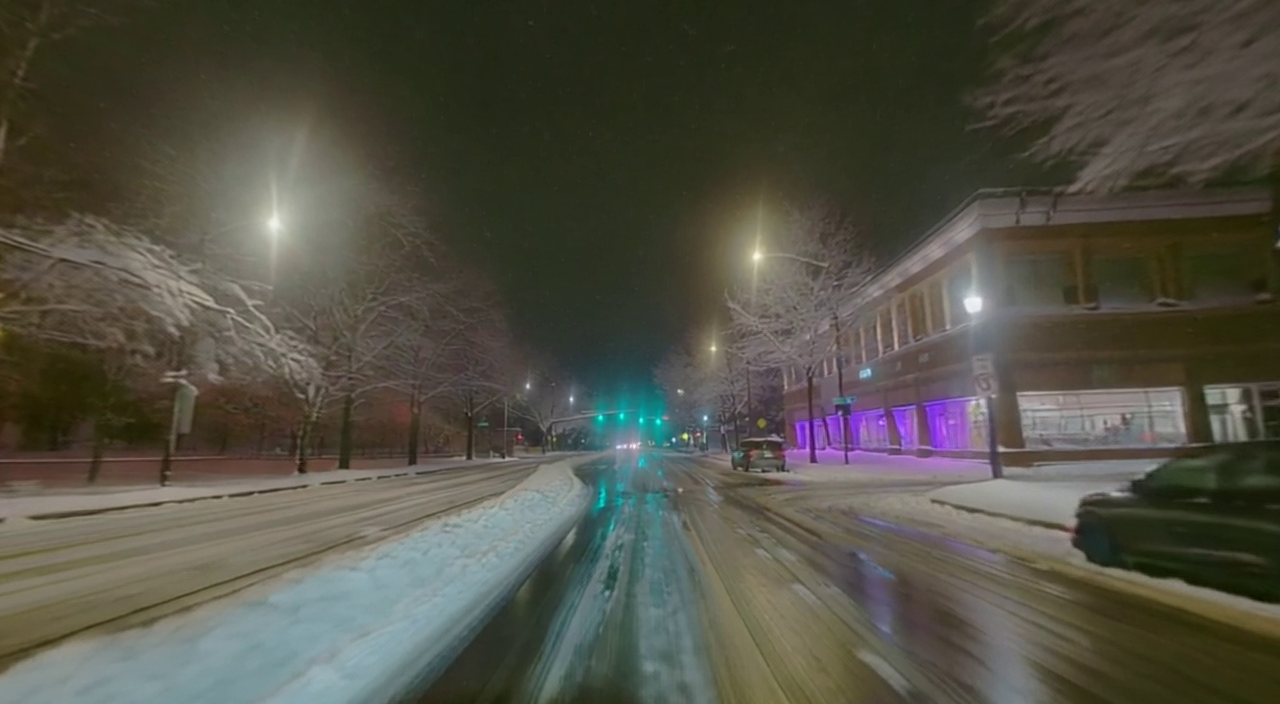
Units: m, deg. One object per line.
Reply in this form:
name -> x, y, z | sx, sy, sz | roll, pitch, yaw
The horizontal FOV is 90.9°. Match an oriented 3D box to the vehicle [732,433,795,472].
vehicle -> 6.412, 5.279, 33.324 | 2.112, 1.894, 4.910 | 0, -8, -3

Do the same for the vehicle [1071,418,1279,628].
vehicle -> 5.787, 1.229, 4.385 | 2.088, 1.543, 4.964 | 0, -8, 1
